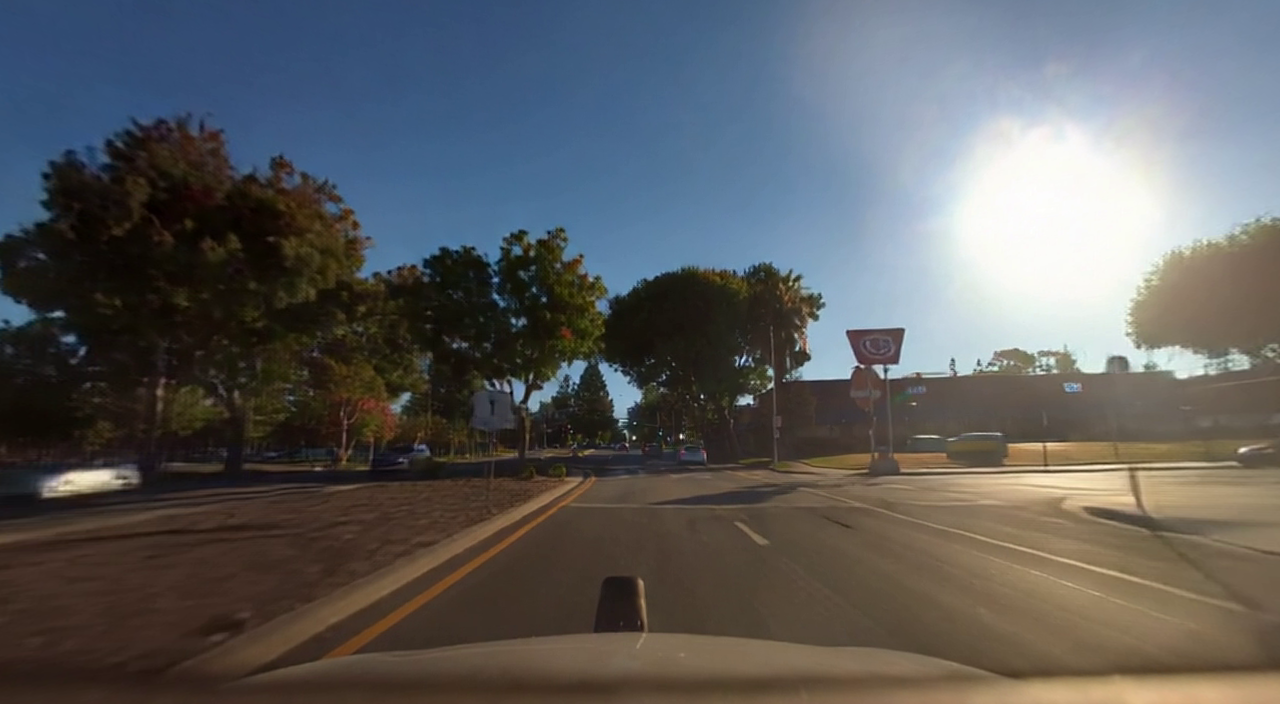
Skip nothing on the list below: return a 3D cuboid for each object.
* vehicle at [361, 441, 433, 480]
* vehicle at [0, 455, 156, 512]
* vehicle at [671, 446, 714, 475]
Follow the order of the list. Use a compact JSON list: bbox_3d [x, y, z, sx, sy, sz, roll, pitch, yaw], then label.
[{"bbox_3d":[-11.769,5.248,30.921,1.953,1.761,4.702,1,-9,-5],"label":"vehicle"},{"bbox_3d":[-18.323,4.157,20.440,1.827,1.546,4.506,0,-8,-2],"label":"vehicle"},{"bbox_3d":[2.980,6.240,36.710,1.961,1.580,4.020,0,-8,-3],"label":"vehicle"}]
